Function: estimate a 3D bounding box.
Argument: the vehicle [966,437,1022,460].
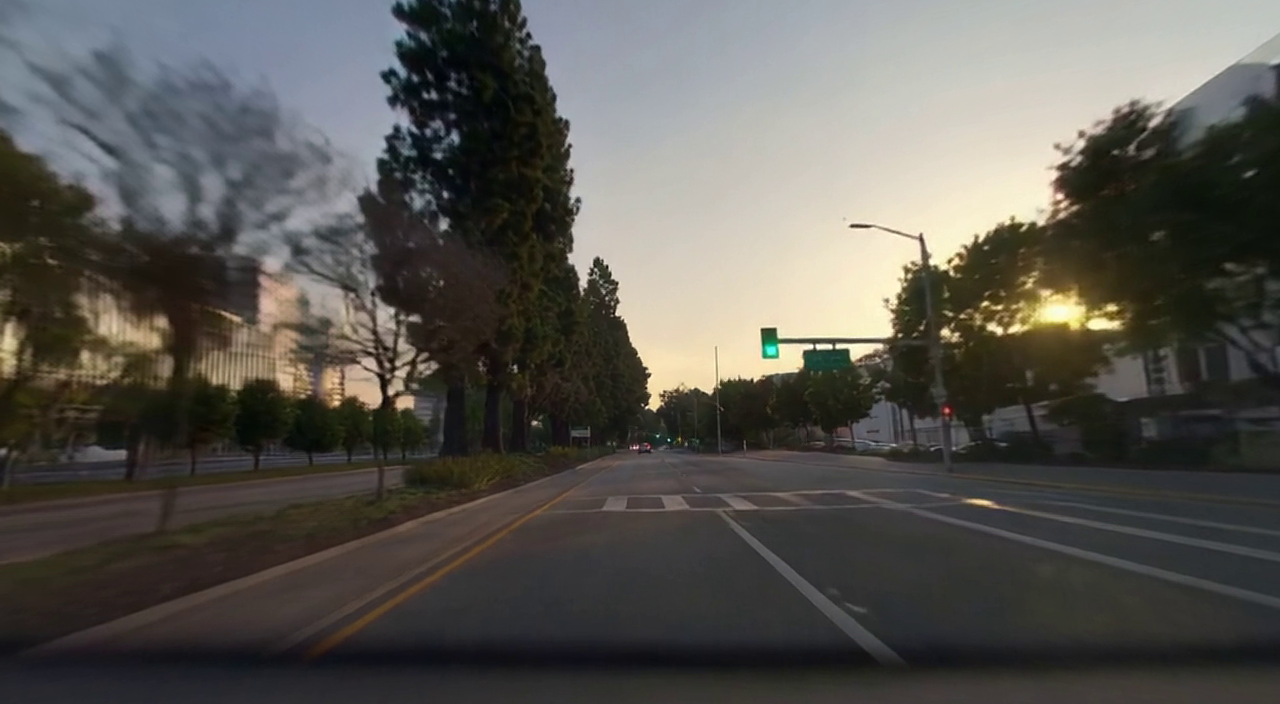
[{"bbox_3d":[24.733,6.801,44.273,1.579,1.419,3.726,-2,-10,-3],"label":"vehicle"}]
